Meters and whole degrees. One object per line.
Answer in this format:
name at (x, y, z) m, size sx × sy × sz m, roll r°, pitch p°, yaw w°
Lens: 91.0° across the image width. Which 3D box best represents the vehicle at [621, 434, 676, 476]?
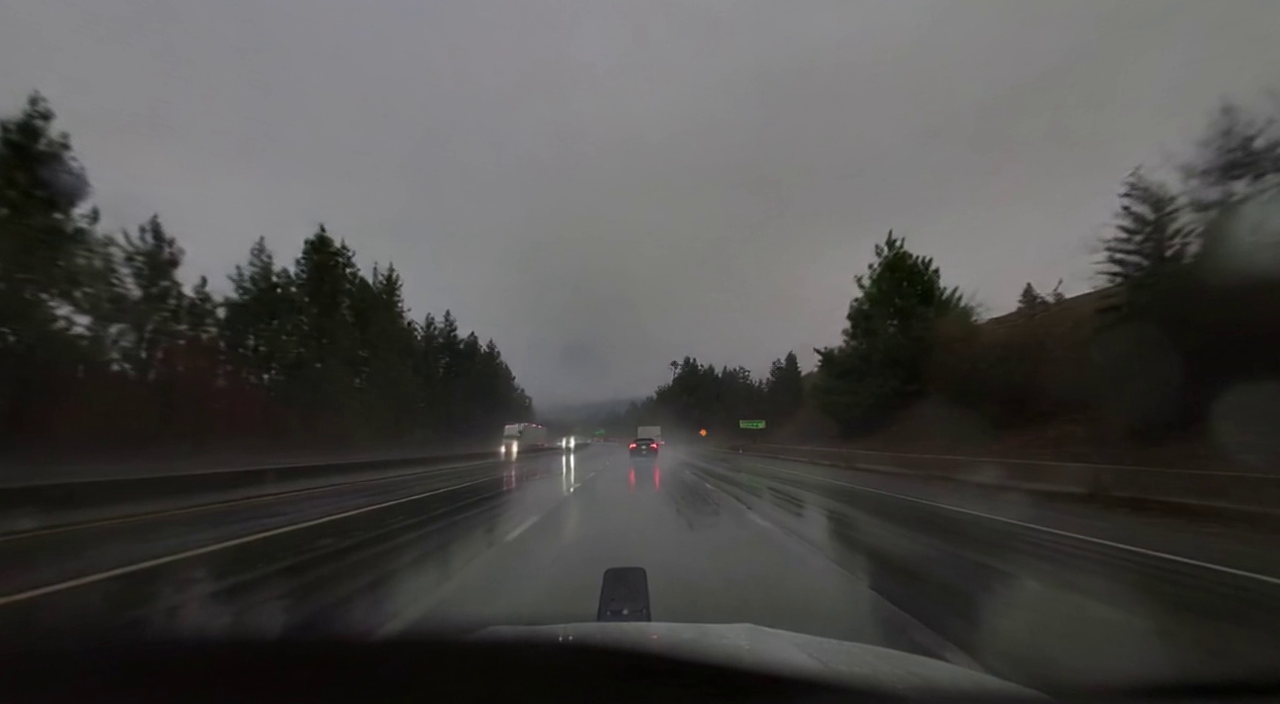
vehicle at (0.449, 4.302, 26.559) m, size 2.139 × 1.607 × 4.034 m, roll -1°, pitch -8°, yaw 3°
